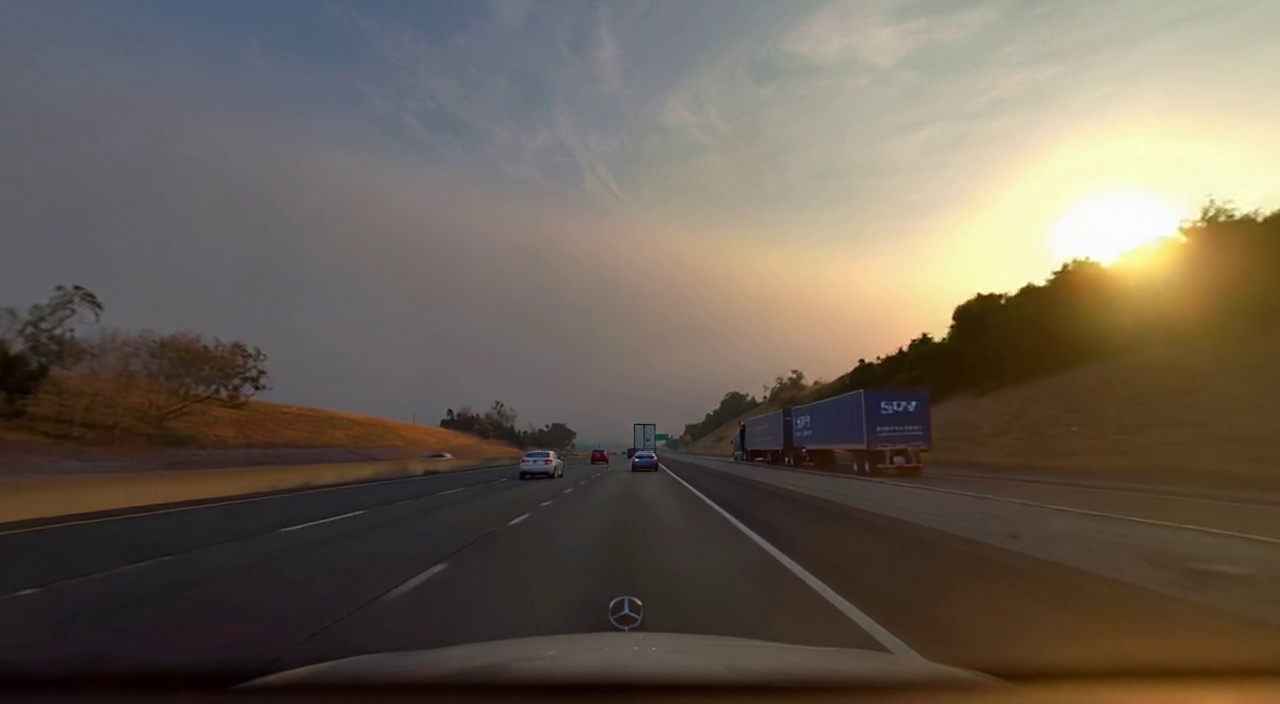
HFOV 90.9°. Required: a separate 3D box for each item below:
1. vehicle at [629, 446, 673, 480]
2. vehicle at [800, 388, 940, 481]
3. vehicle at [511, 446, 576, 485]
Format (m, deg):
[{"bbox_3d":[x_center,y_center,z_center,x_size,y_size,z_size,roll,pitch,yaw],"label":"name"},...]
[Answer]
[{"bbox_3d":[0.463,5.265,30.034,1.991,1.507,3.391,0,-9,-1],"label":"vehicle"},{"bbox_3d":[11.886,4.677,34.713,2.926,4.094,13.856,0,-9,2],"label":"vehicle"},{"bbox_3d":[-3.986,4.777,26.876,2.018,1.504,4.431,0,-9,1],"label":"vehicle"}]
